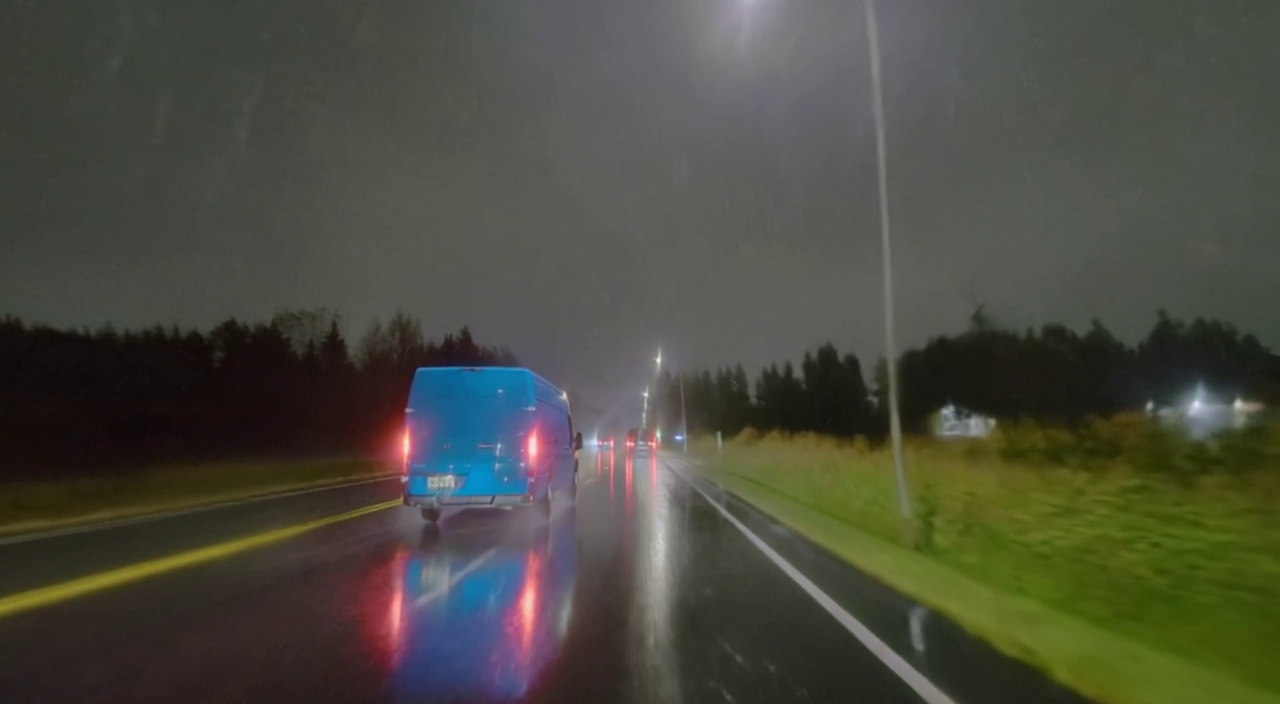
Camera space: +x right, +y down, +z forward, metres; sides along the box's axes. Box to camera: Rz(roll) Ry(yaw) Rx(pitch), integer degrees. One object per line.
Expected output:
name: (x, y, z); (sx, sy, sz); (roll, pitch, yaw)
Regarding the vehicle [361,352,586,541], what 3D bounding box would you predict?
vehicle: (-2.572, 1.738, 11.842); (2.497, 2.628, 6.016); (0, -8, 1)
